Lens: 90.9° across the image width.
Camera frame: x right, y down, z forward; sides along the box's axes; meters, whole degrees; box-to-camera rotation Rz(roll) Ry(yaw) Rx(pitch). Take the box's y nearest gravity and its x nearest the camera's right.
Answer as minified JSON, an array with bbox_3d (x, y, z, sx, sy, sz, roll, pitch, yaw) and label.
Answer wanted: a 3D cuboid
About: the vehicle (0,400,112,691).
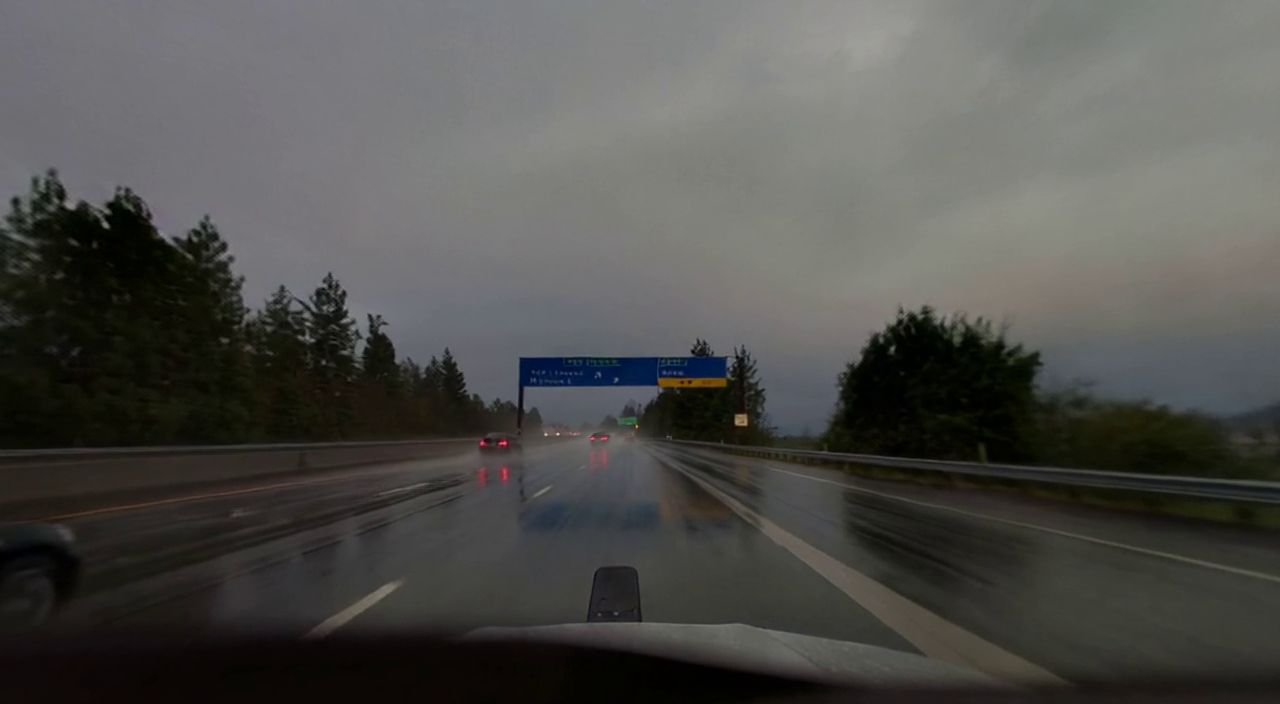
[{"bbox_3d":[-4.249,0.841,2.026,1.912,1.495,3.703,0,-8,-1],"label":"vehicle"}]

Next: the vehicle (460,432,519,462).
[{"bbox_3d":[-8.487,5.360,36.035,2.092,1.574,5.251,0,-8,0],"label":"vehicle"}]
